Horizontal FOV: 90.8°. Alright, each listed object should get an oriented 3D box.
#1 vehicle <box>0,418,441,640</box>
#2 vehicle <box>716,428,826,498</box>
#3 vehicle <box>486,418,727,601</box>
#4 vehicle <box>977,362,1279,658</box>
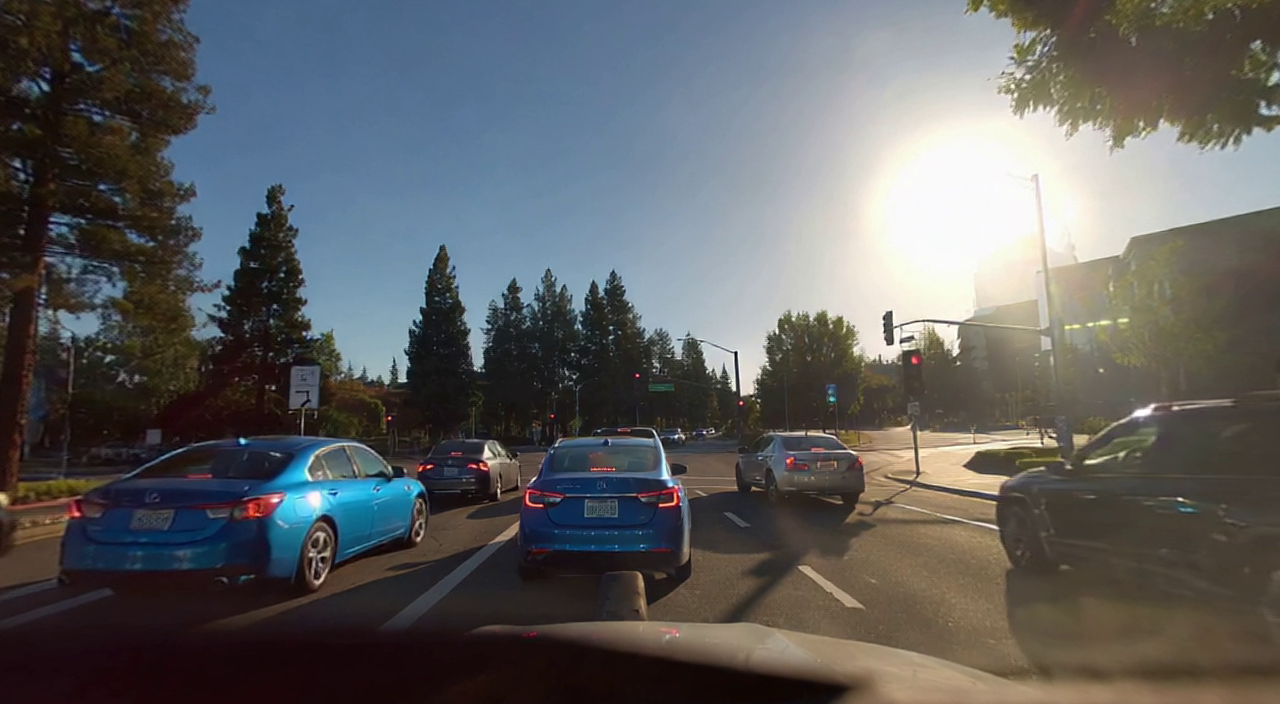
[{"bbox_3d":[-3.802,1.525,6.544,2.074,1.485,4.395,0,-8,0],"label":"vehicle"},{"bbox_3d":[3.445,3.008,17.513,2.028,1.678,4.220,0,-8,-2],"label":"vehicle"},{"bbox_3d":[-0.345,1.645,7.535,2.045,1.533,4.183,0,-8,-2],"label":"vehicle"},{"bbox_3d":[4.807,1.061,4.600,2.038,1.750,4.535,0,-8,-2],"label":"vehicle"}]
